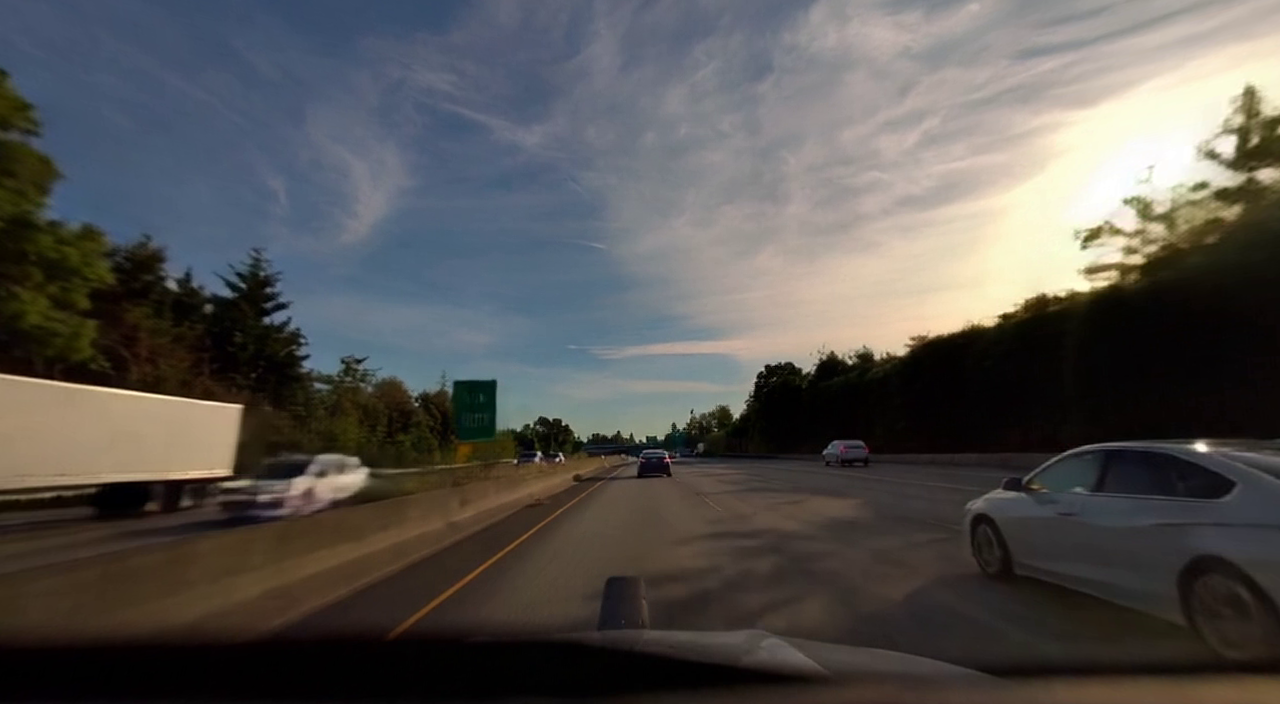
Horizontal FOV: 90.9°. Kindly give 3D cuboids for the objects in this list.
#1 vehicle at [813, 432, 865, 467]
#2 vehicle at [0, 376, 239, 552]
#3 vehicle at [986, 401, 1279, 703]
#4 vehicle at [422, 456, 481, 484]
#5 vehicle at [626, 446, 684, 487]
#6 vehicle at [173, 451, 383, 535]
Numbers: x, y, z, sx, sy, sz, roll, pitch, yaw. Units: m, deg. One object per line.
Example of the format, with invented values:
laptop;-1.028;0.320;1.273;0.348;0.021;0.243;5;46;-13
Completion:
vehicle;14.925;7.333;47.533;2.115;2.446;5.323;0;-9;-1
vehicle;-14.650;2.416;13.673;2.812;3.601;13.744;0;-9;1
vehicle;3.702;0.952;2.653;2.029;1.475;4.279;0;-9;0
vehicle;-11.191;7.033;37.776;2.103;1.481;4.610;0;-9;1
vehicle;0.555;4.639;25.808;2.177;1.520;4.278;0;-9;0
vehicle;-7.503;2.921;13.741;1.911;1.497;4.500;0;-9;0
